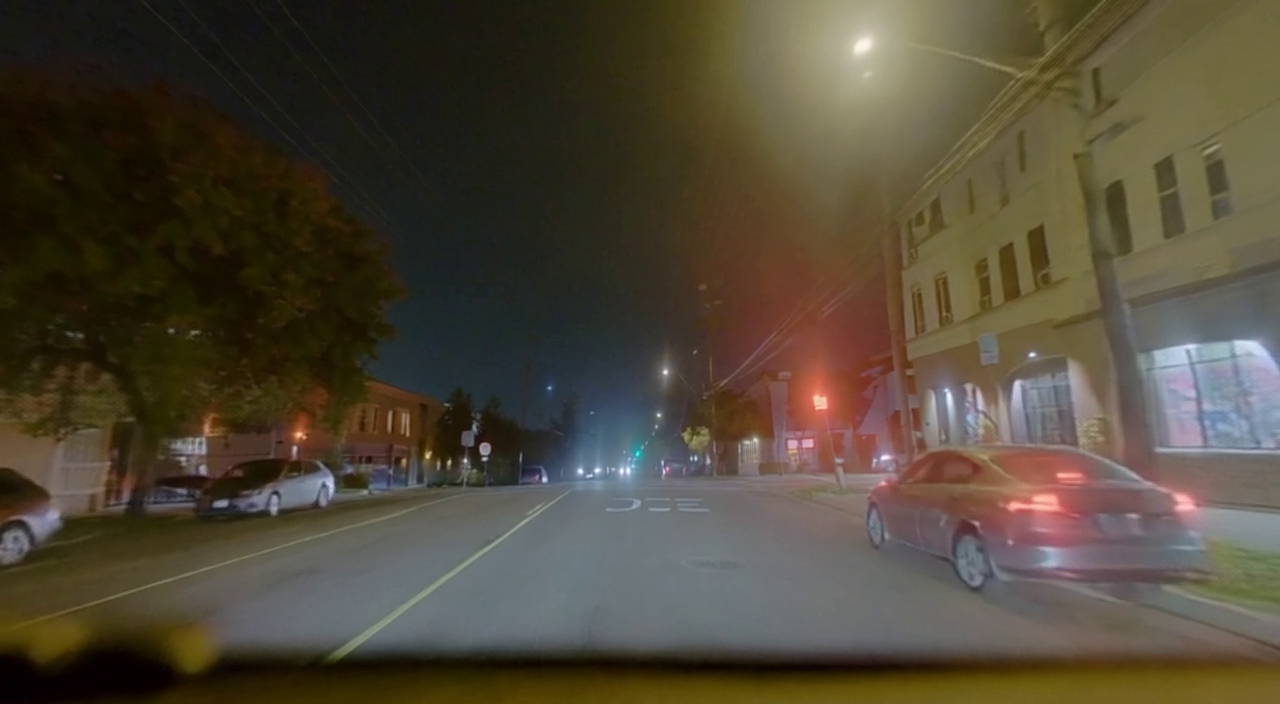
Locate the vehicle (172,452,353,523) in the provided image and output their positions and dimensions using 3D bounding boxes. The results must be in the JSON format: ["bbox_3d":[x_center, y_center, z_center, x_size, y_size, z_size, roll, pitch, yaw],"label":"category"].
[{"bbox_3d":[-9.453,3.382,16.408,2.000,1.495,4.687,0,-8,-3],"label":"vehicle"}]

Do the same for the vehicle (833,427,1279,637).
[{"bbox_3d":[3.820,1.628,6.908,1.946,1.468,4.721,0,-8,0],"label":"vehicle"}]

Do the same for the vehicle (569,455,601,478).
[{"bbox_3d":[-4.187,8.821,48.824,2.108,1.651,4.176,0,-8,-1],"label":"vehicle"}]

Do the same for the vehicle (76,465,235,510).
[{"bbox_3d":[-17.916,5.007,23.531,4.285,1.518,1.962,0,-8,1],"label":"vehicle"}]
